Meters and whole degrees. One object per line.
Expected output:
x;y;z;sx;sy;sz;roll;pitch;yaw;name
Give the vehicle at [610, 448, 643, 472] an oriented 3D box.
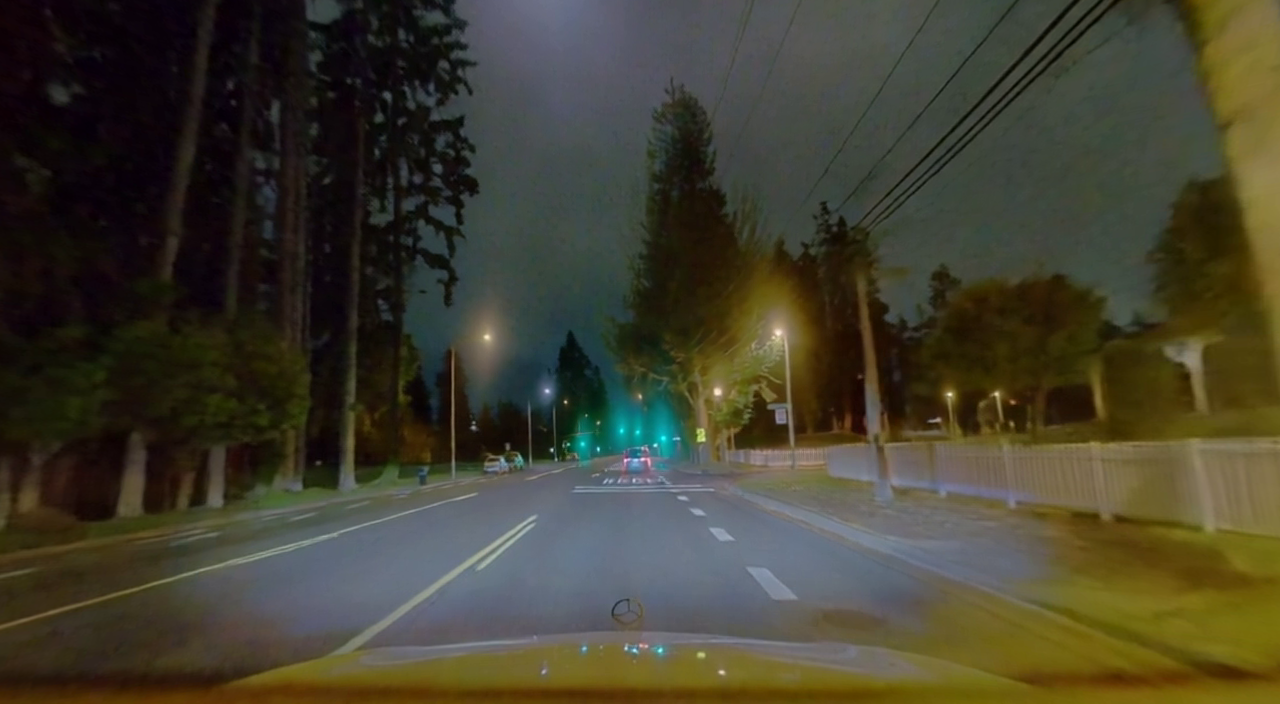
-0.910;7.164;42.192;2.104;1.500;3.815;1;-9;-1;vehicle
